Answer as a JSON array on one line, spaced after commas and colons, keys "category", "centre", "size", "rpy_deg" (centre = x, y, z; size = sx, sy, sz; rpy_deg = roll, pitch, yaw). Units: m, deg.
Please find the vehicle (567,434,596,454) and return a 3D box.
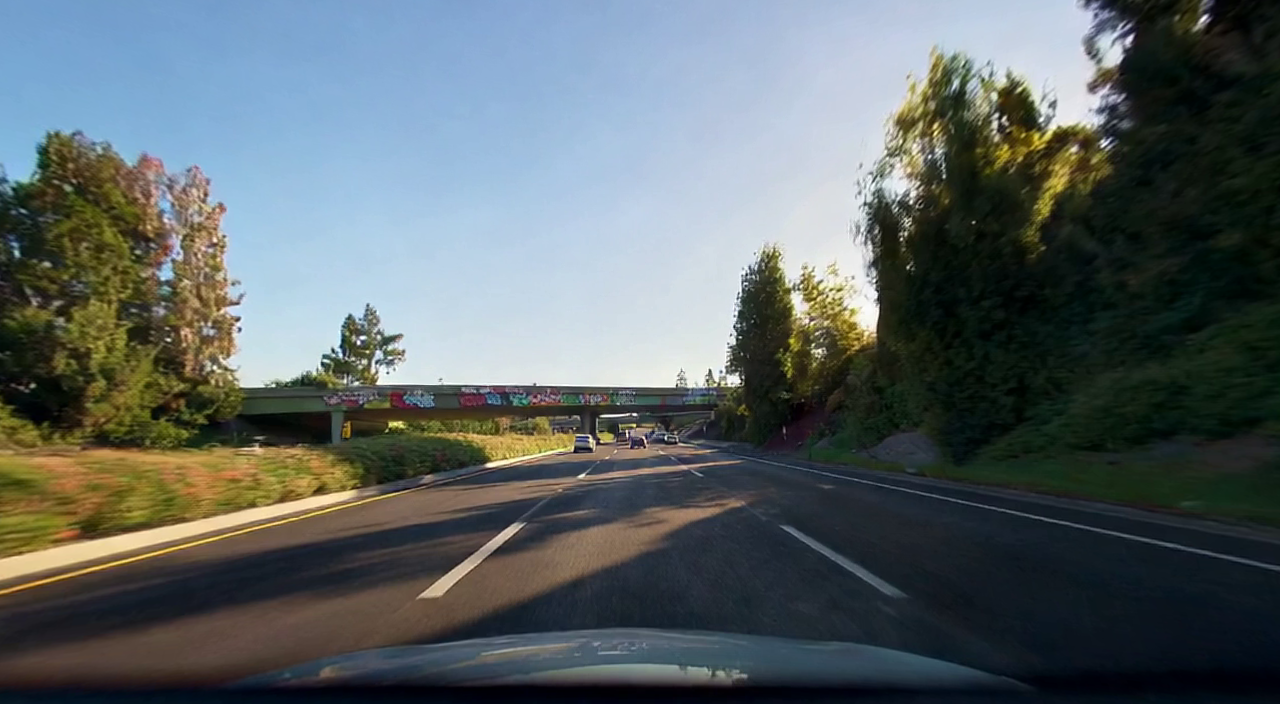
[{"category": "vehicle", "centre": [-4.552, 7.200, 49.556], "size": [1.961, 1.466, 3.745], "rpy_deg": [0, -8, 0]}]
